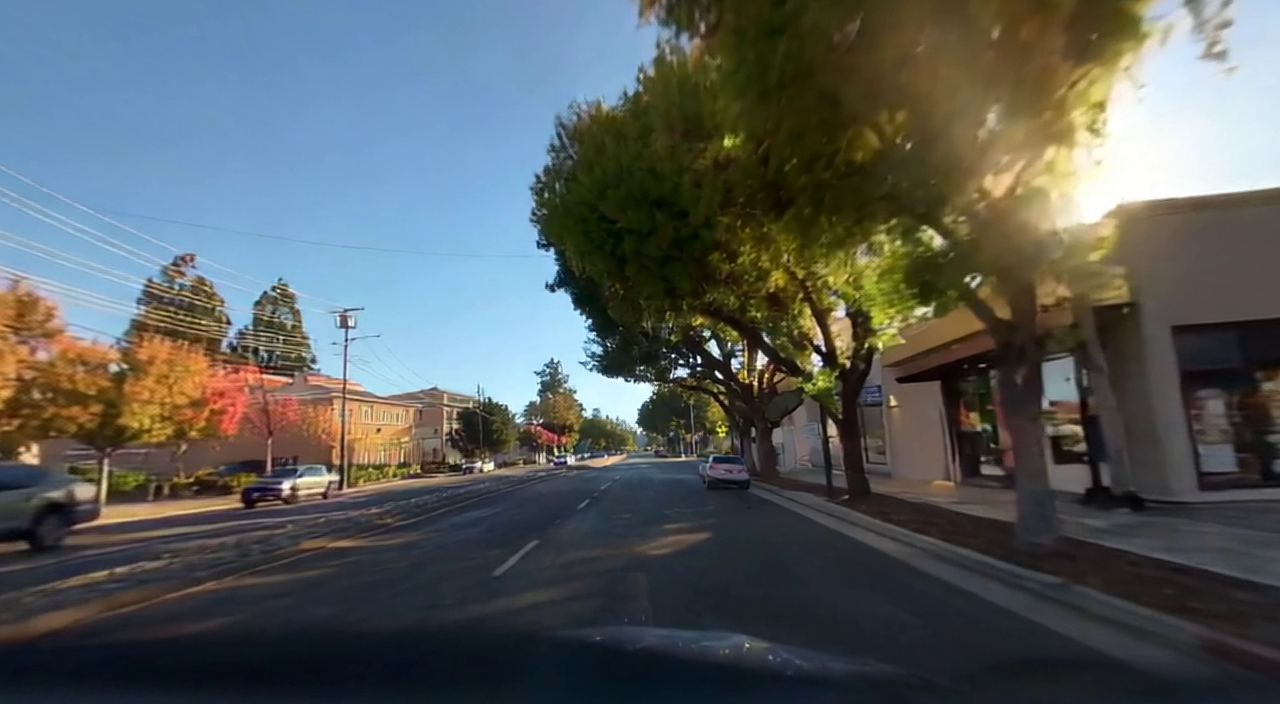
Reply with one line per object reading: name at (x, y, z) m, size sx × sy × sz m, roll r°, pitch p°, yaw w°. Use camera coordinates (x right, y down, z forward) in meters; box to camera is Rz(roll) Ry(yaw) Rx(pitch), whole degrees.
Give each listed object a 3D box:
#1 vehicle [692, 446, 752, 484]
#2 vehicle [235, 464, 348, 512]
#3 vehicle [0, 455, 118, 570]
vehicle at (3.575, 5.001, 28.194) m, size 2.041 × 1.523 × 4.281 m, roll 0°, pitch -9°, yaw -1°
vehicle at (-14.163, 5.508, 25.992) m, size 1.915 × 1.505 × 4.726 m, roll -5°, pitch -9°, yaw 2°
vehicle at (-11.317, 2.553, 9.865) m, size 2.079 × 1.812 × 4.757 m, roll 0°, pitch -9°, yaw 2°
